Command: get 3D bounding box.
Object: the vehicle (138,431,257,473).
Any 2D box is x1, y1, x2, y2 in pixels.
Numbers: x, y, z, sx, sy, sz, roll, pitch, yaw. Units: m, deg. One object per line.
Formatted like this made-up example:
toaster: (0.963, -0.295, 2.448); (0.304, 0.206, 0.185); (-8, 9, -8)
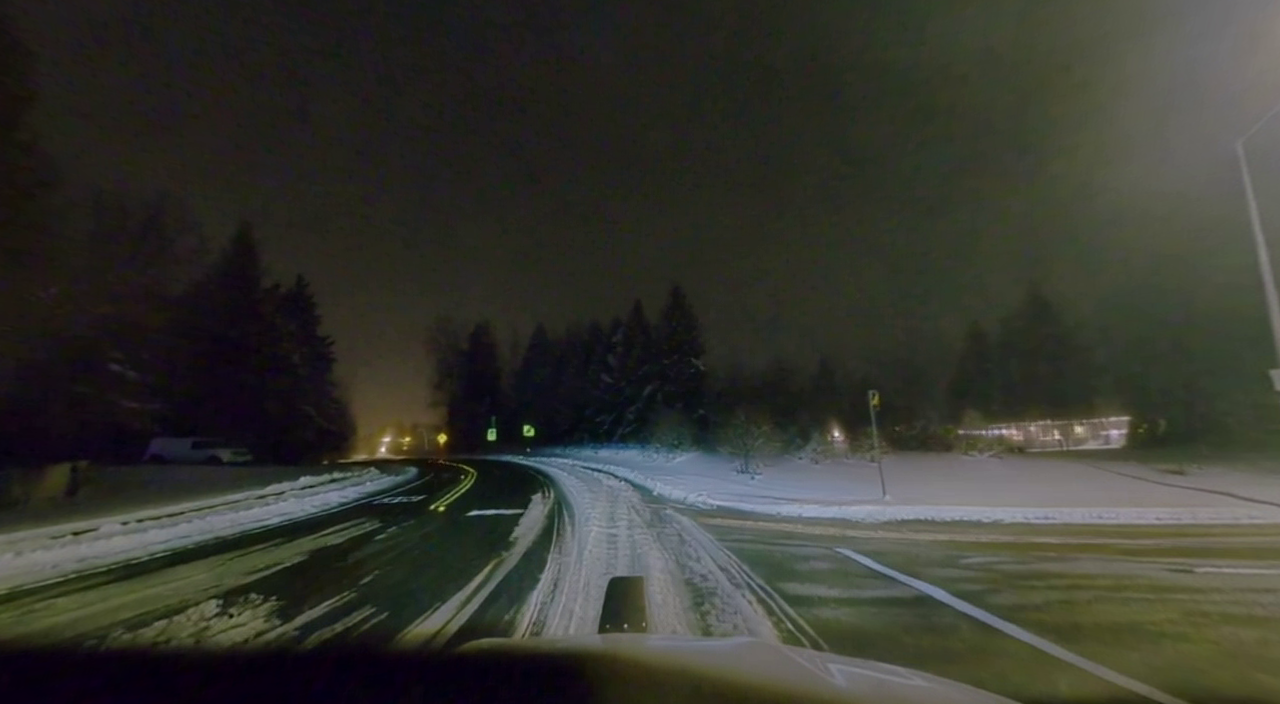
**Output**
vehicle: (-22.085, 4.976, 31.495); (4.699, 1.996, 2.116); (-2, -9, 13)
